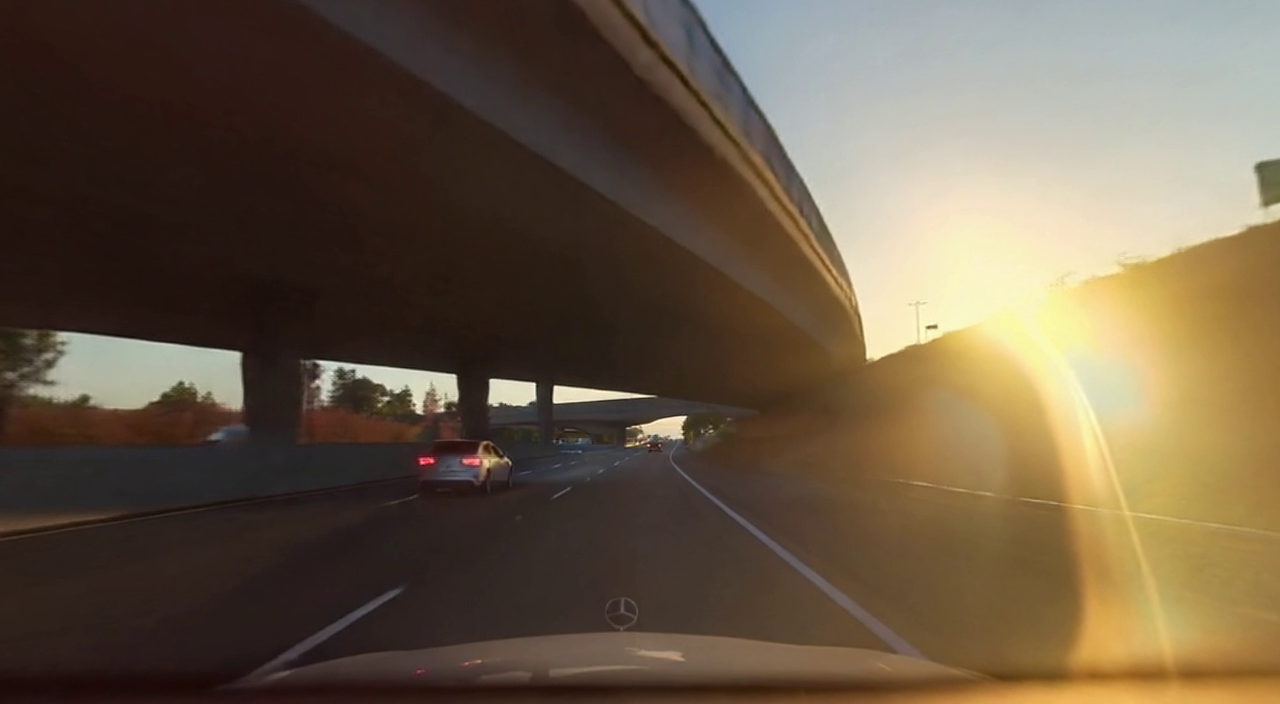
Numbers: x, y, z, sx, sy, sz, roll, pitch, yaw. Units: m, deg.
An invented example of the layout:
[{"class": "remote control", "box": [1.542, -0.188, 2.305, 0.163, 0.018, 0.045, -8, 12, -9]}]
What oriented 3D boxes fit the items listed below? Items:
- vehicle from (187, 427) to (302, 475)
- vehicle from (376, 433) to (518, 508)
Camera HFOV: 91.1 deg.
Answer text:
[{"class": "vehicle", "box": [-22.936, 5.806, 36.917, 2.243, 2.568, 6.614, -1, -9, 1]}, {"class": "vehicle", "box": [-4.487, 2.841, 15.478, 1.961, 1.540, 4.487, -1, -9, 2]}]
